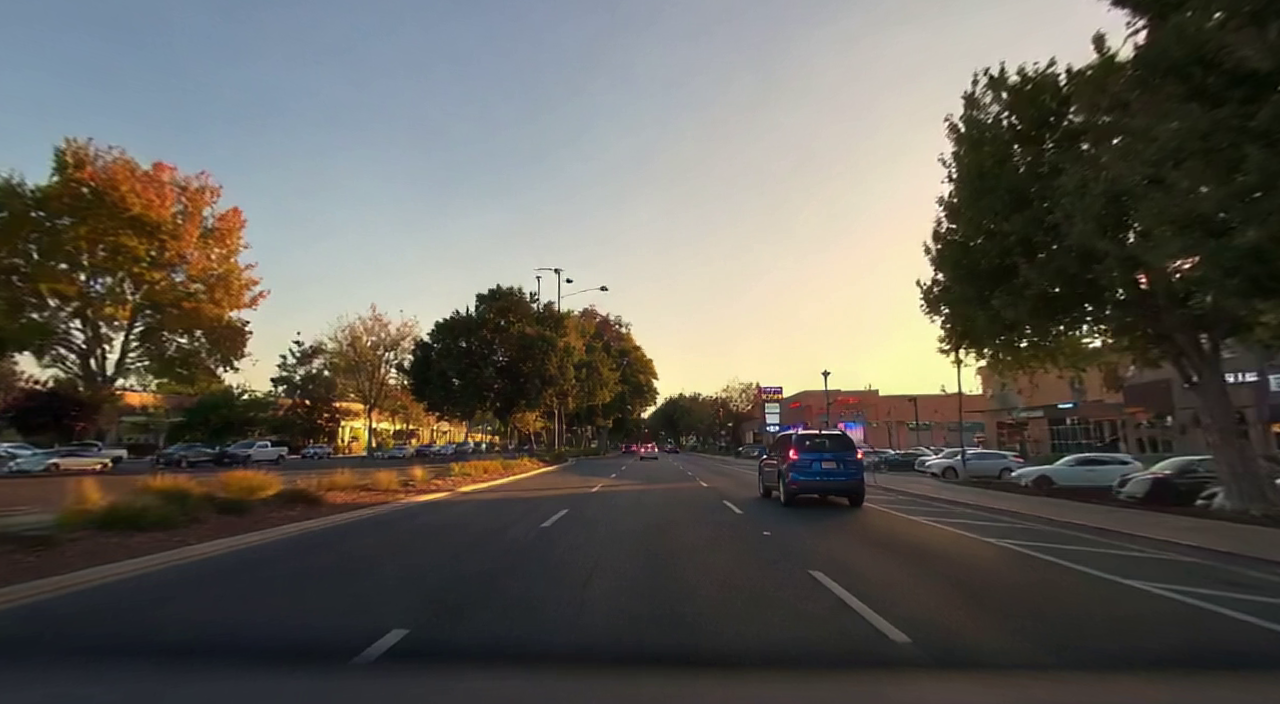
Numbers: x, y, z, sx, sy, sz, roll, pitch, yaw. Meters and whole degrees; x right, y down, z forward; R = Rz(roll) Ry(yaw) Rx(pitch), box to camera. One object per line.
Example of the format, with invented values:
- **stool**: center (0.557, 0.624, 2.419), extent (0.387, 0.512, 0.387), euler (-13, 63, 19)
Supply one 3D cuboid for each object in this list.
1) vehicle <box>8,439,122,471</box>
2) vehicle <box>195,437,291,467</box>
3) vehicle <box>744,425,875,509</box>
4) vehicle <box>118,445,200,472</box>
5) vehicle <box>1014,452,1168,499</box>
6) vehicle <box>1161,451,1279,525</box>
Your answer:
- **vehicle**: center (-36.535, 6.526, 40.302), extent (2.119, 1.884, 5.390), euler (0, -8, 1)
- **vehicle**: center (-28.227, 7.123, 45.232), extent (2.344, 1.946, 6.771), euler (-1, -8, 2)
- **vehicle**: center (4.017, 2.803, 15.809), extent (2.024, 1.773, 4.431), euler (0, -8, 0)
- **vehicle**: center (-31.099, 6.881, 40.909), extent (1.886, 1.606, 4.230), euler (0, -8, 1)
- **vehicle**: center (17.691, 4.851, 24.936), extent (4.433, 1.729, 2.033), euler (0, -9, 3)
- **vehicle**: center (17.175, 3.539, 16.631), extent (4.813, 1.797, 2.055), euler (-1, -9, 5)
